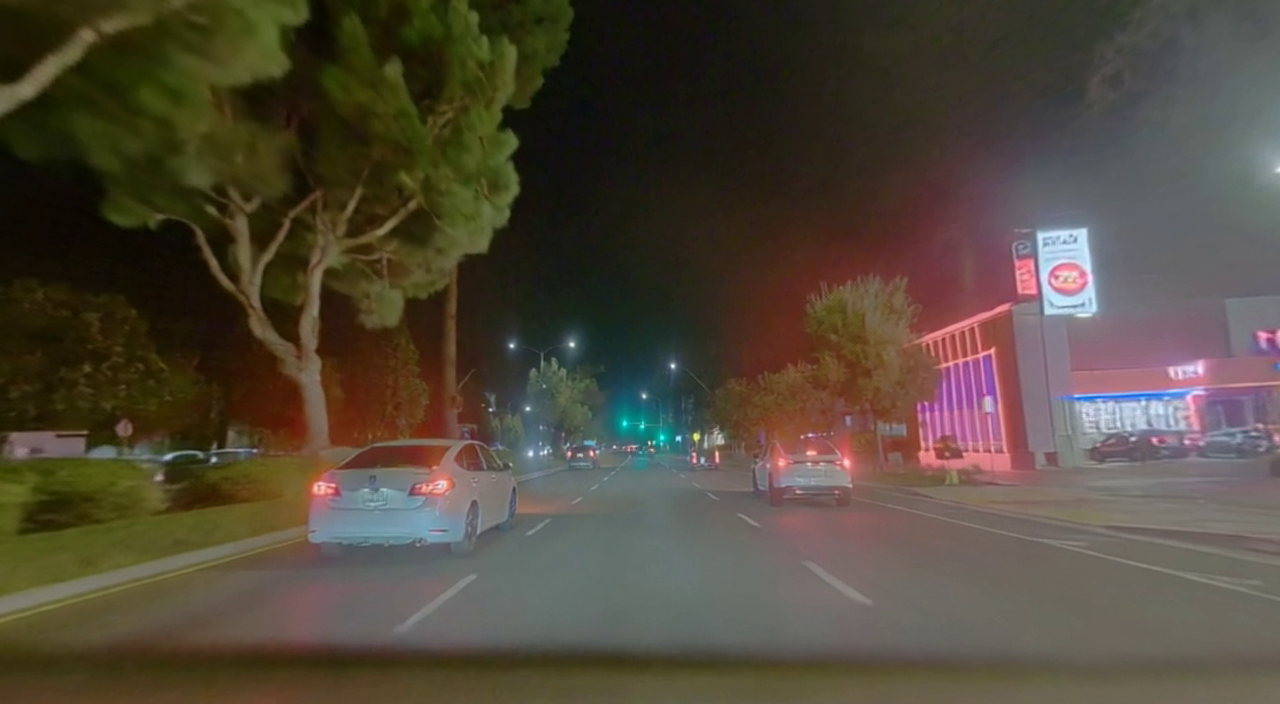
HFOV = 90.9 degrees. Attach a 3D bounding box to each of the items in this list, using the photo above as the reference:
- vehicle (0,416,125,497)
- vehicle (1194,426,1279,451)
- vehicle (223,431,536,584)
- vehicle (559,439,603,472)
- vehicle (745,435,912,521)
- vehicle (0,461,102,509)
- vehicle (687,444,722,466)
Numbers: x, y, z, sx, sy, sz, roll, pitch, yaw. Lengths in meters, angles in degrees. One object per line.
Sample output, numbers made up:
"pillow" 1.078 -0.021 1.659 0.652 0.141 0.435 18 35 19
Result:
"vehicle" -29.955 4.842 29.340 8.970 3.504 3.159 0 -8 0
"vehicle" 37.621 5.408 39.143 4.451 1.479 1.961 -1 -8 2
"vehicle" -2.932 1.879 8.613 2.082 1.460 4.922 0 -9 1
"vehicle" -3.299 5.908 36.086 1.981 1.731 4.360 0 -9 1
"vehicle" 3.689 2.555 13.391 2.036 1.480 4.659 0 -9 -1
"vehicle" -22.271 4.749 22.771 1.822 1.483 4.236 0 -9 1
"vehicle" 4.520 7.329 44.951 1.996 1.443 4.270 0 -9 -1
